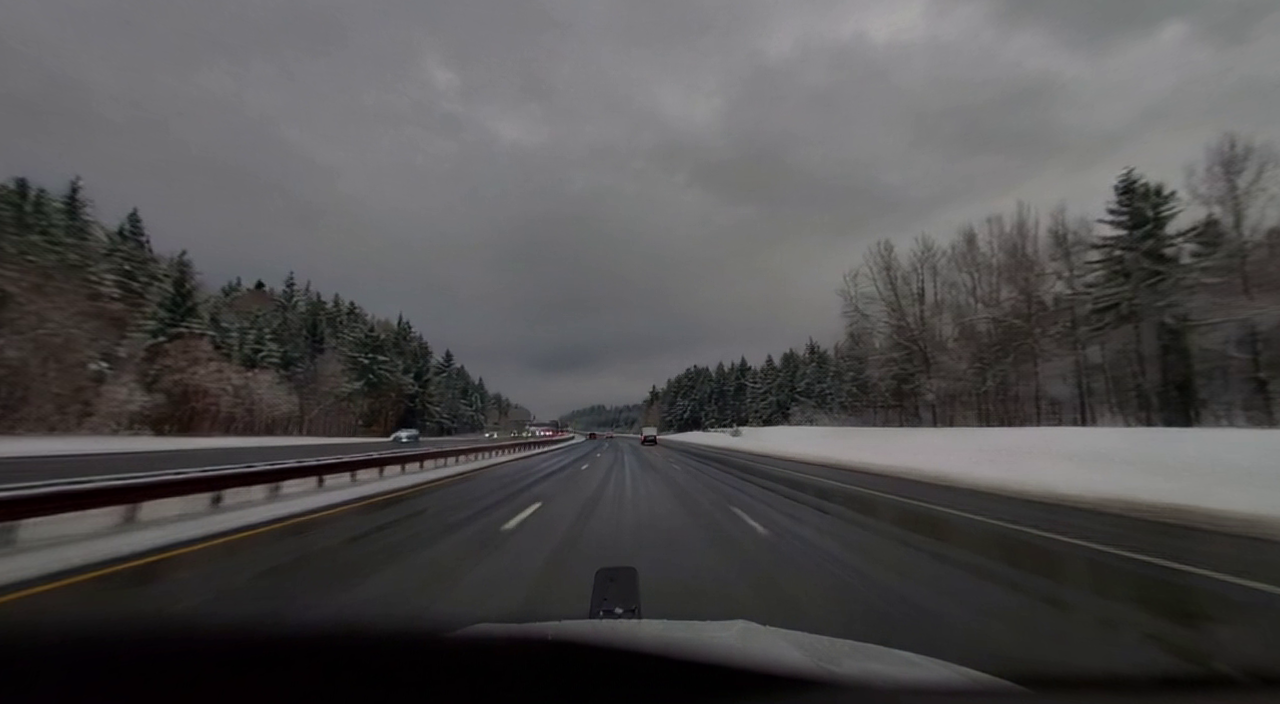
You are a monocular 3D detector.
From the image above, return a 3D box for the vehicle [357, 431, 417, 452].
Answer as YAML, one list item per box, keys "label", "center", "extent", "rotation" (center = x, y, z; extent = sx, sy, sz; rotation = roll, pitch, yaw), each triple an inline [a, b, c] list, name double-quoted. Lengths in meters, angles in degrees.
- label: "vehicle"
  center: [-17.660, 6.285, 44.214]
  extent: [2.134, 1.357, 5.268]
  rotation: [0, -8, -1]

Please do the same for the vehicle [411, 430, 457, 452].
- label: "vehicle"
  center: [-13.931, 6.056, 42.743]
  extent: [1.969, 1.424, 3.731]
  rotation: [0, -8, -2]
